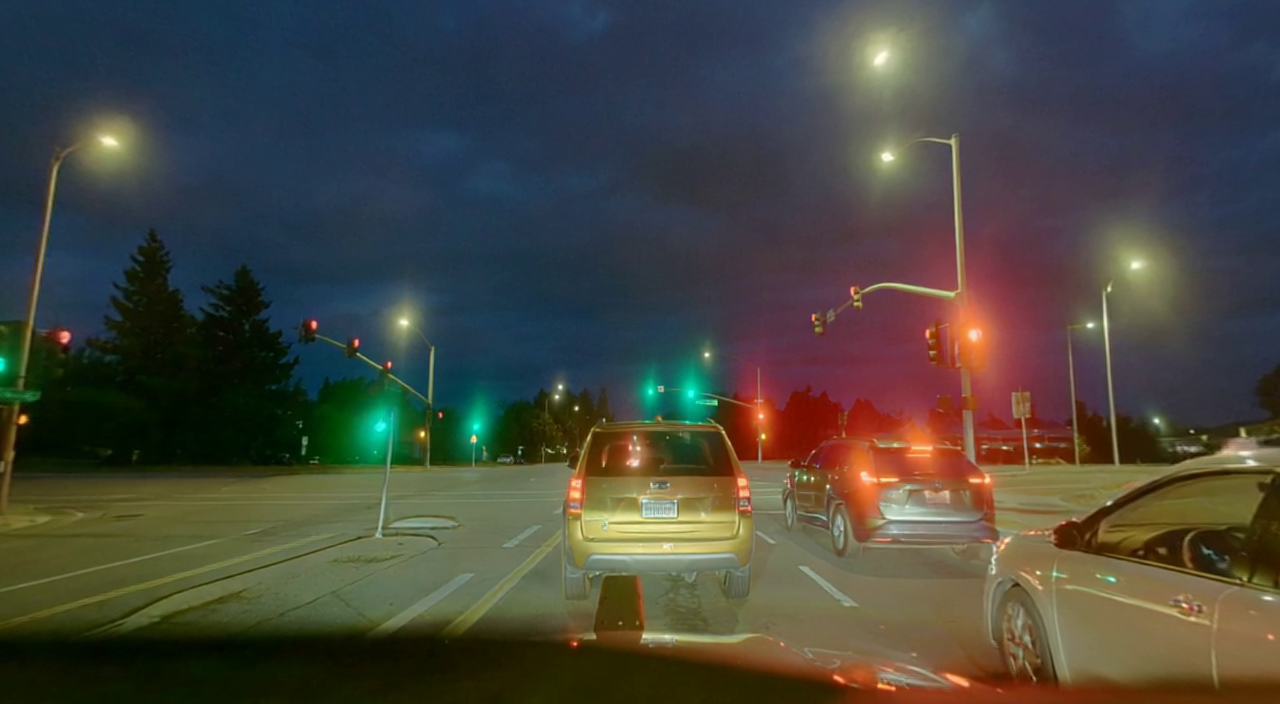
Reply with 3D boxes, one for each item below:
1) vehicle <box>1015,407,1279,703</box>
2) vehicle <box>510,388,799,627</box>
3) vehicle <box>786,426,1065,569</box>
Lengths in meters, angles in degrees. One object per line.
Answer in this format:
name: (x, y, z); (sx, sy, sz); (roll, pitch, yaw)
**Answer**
vehicle: (3.157, 0.820, 1.428); (1.924, 1.466, 4.461); (0, -8, 1)
vehicle: (0.103, 1.497, 7.070); (2.170, 1.793, 4.468); (0, -8, 0)
vehicle: (3.526, 1.861, 8.867); (1.861, 1.495, 4.215); (0, -8, -1)
